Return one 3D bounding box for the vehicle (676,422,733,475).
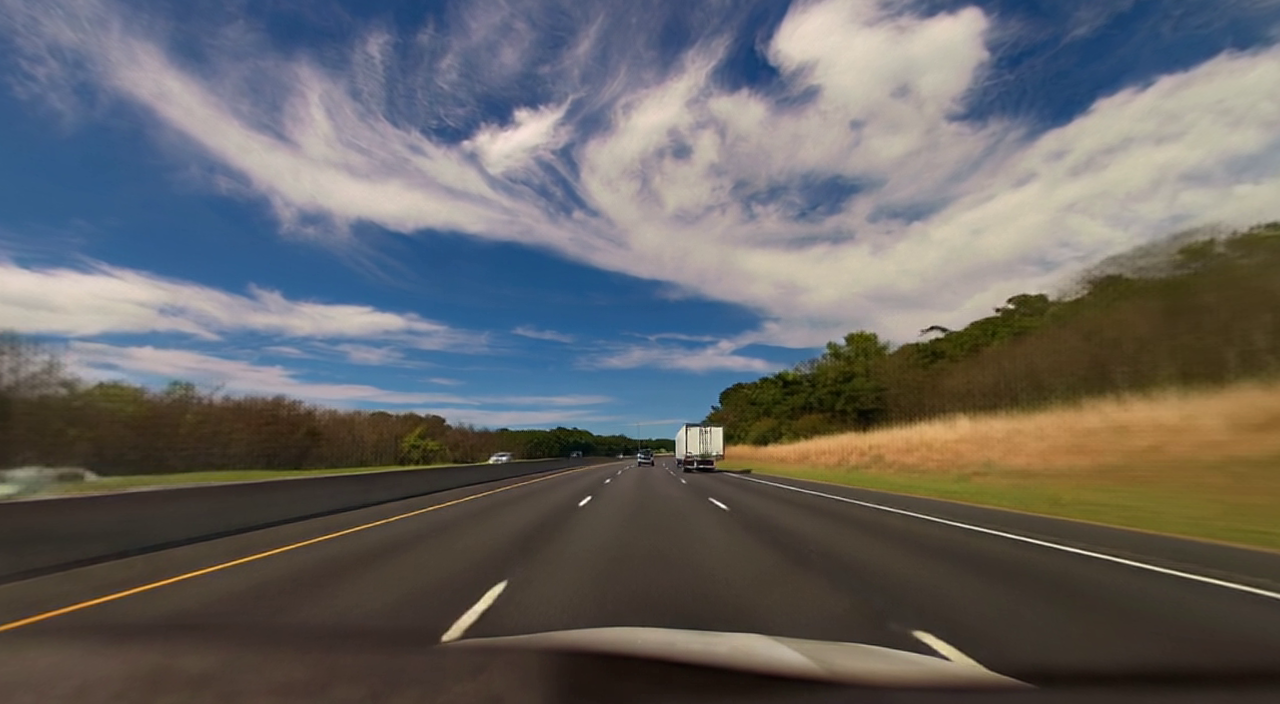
[{"bbox_3d":[4.450,6.961,45.482,2.960,3.381,8.914,0,-9,-1],"label":"vehicle"}]
